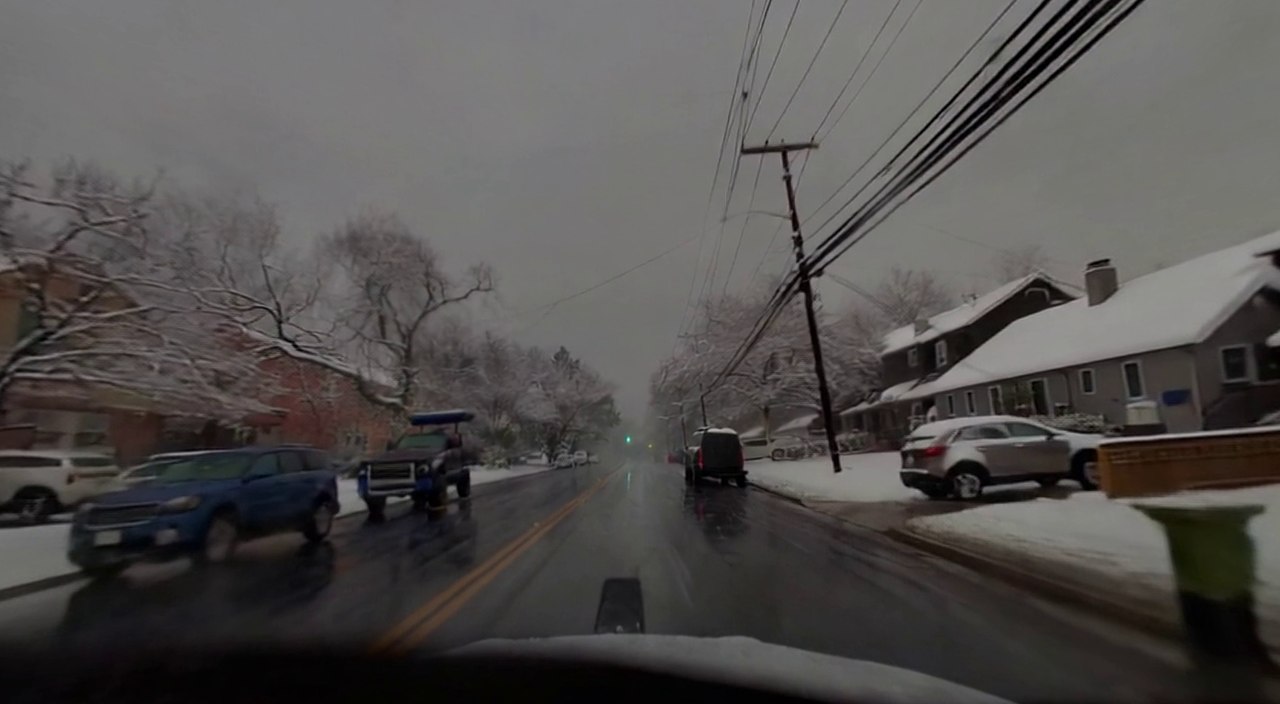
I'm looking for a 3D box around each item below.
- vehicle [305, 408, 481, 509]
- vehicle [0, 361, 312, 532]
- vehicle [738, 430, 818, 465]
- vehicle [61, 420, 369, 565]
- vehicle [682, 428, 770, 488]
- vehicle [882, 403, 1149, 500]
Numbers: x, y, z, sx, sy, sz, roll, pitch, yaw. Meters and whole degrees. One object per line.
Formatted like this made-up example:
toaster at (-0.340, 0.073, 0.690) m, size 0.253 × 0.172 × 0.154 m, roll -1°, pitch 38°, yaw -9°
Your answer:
vehicle at (-6.421, 3.045, 17.514) m, size 2.269 × 2.229 × 6.042 m, roll -3°, pitch -12°, yaw 2°
vehicle at (-11.498, 2.336, 16.071) m, size 2.781 × 3.221 × 7.995 m, roll 1°, pitch -8°, yaw -6°
vehicle at (8.462, 5.938, 39.016) m, size 4.421 × 1.836 × 1.956 m, roll -3°, pitch -12°, yaw 0°
vehicle at (-6.532, 2.290, 10.572) m, size 2.046 × 1.777 × 4.473 m, roll -3°, pitch -11°, yaw 0°
vehicle at (3.021, 3.872, 23.554) m, size 2.203 × 1.952 × 5.111 m, roll 0°, pitch -8°, yaw -4°
vehicle at (8.094, 2.254, 14.004) m, size 4.489 × 1.812 × 2.056 m, roll -1°, pitch -13°, yaw -4°
